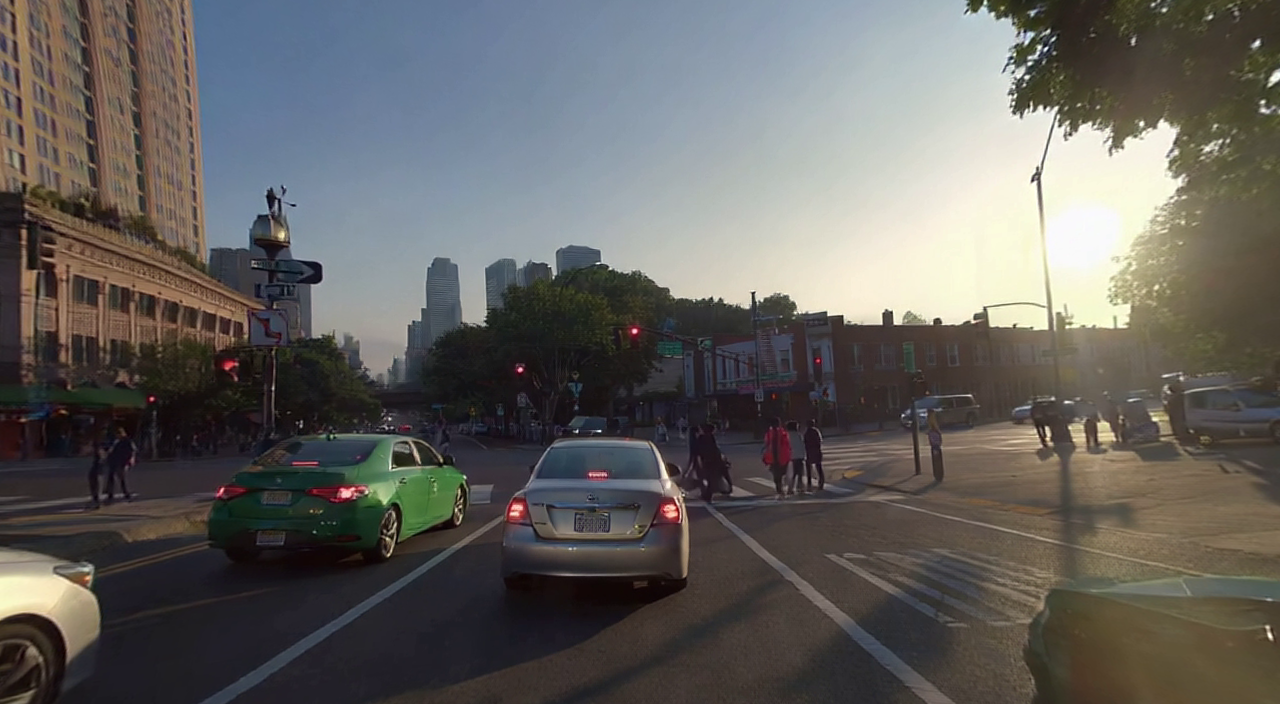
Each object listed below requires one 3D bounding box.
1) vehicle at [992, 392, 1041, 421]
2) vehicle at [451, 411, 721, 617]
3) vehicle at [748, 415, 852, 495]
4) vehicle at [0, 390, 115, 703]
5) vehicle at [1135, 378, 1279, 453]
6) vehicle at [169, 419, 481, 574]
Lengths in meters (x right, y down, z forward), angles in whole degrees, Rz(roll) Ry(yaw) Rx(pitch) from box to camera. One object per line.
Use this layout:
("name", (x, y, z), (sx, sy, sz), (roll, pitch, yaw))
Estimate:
("vehicle", (26.579, 3.908, 44.528), (1.979, 1.769, 4.657), (-7, -11, 40))
("vehicle", (-0.418, 1.496, 6.730), (1.999, 1.520, 3.896), (0, -8, -1))
("vehicle", (3.756, 2.513, 15.633), (1.958, 1.667, 4.392), (-1, -9, 7))
("vehicle", (-3.907, 0.699, 1.194), (1.995, 1.524, 4.438), (0, -8, 0))
("vehicle", (21.627, 2.359, 22.882), (5.863, 2.493, 2.354), (2, -9, -12))
("vehicle", (-3.685, 1.755, 8.486), (1.934, 1.522, 4.287), (0, -8, 0))
